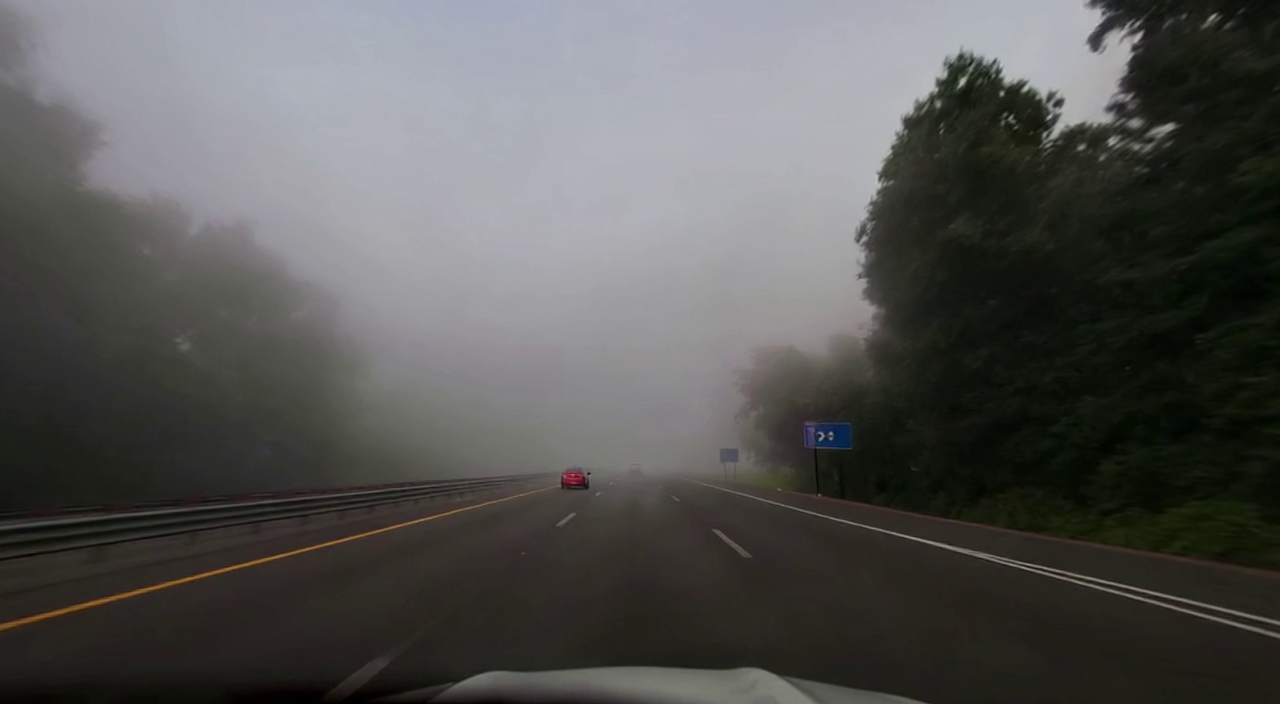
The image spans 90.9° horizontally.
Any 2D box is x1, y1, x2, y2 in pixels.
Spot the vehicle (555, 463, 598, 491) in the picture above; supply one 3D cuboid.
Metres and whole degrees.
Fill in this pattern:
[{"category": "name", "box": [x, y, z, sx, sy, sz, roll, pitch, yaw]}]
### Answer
[{"category": "vehicle", "box": [-3.781, 7.617, 38.483, 2.143, 1.516, 4.552, 1, -11, 0]}]
